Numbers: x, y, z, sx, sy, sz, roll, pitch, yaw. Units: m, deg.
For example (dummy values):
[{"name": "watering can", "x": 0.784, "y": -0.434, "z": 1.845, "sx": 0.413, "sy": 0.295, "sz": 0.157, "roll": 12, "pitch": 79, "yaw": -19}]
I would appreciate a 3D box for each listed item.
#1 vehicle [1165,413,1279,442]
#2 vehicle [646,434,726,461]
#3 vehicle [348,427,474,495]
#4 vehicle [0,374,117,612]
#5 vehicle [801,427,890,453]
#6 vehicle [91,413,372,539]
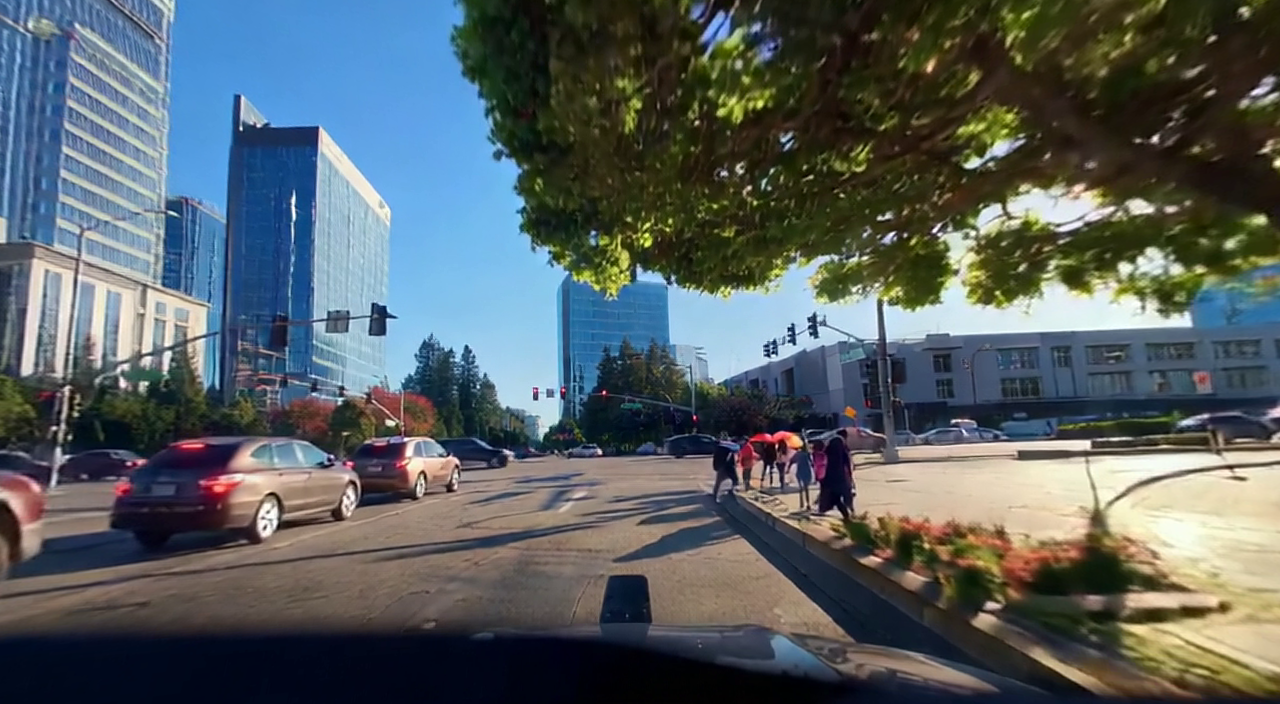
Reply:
[{"name": "vehicle", "x": 34.042, "y": 4.439, "z": 36.931, "sx": 4.568, "sy": 1.605, "sz": 1.886, "roll": -1, "pitch": -9, "yaw": 5}, {"name": "vehicle", "x": 2.610, "y": 5.436, "z": 35.864, "sx": 4.429, "sy": 1.489, "sz": 1.773, "roll": -1, "pitch": -9, "yaw": 6}, {"name": "vehicle", "x": -6.412, "y": 3.143, "z": 18.311, "sx": 1.785, "sy": 1.678, "sz": 4.729, "roll": 0, "pitch": -9, "yaw": 1}, {"name": "vehicle", "x": -6.570, "y": 0.912, "z": 3.622, "sx": 2.381, "sy": 1.961, "sz": 5.407, "roll": 0, "pitch": -9, "yaw": 1}, {"name": "vehicle", "x": 12.487, "y": 5.428, "z": 38.631, "sx": 4.836, "sy": 1.508, "sz": 1.875, "roll": -1, "pitch": -9, "yaw": 6}, {"name": "vehicle", "x": -6.675, "y": 2.101, "z": 11.088, "sx": 1.967, "sy": 1.741, "sz": 4.385, "roll": 0, "pitch": -9, "yaw": 0}]
